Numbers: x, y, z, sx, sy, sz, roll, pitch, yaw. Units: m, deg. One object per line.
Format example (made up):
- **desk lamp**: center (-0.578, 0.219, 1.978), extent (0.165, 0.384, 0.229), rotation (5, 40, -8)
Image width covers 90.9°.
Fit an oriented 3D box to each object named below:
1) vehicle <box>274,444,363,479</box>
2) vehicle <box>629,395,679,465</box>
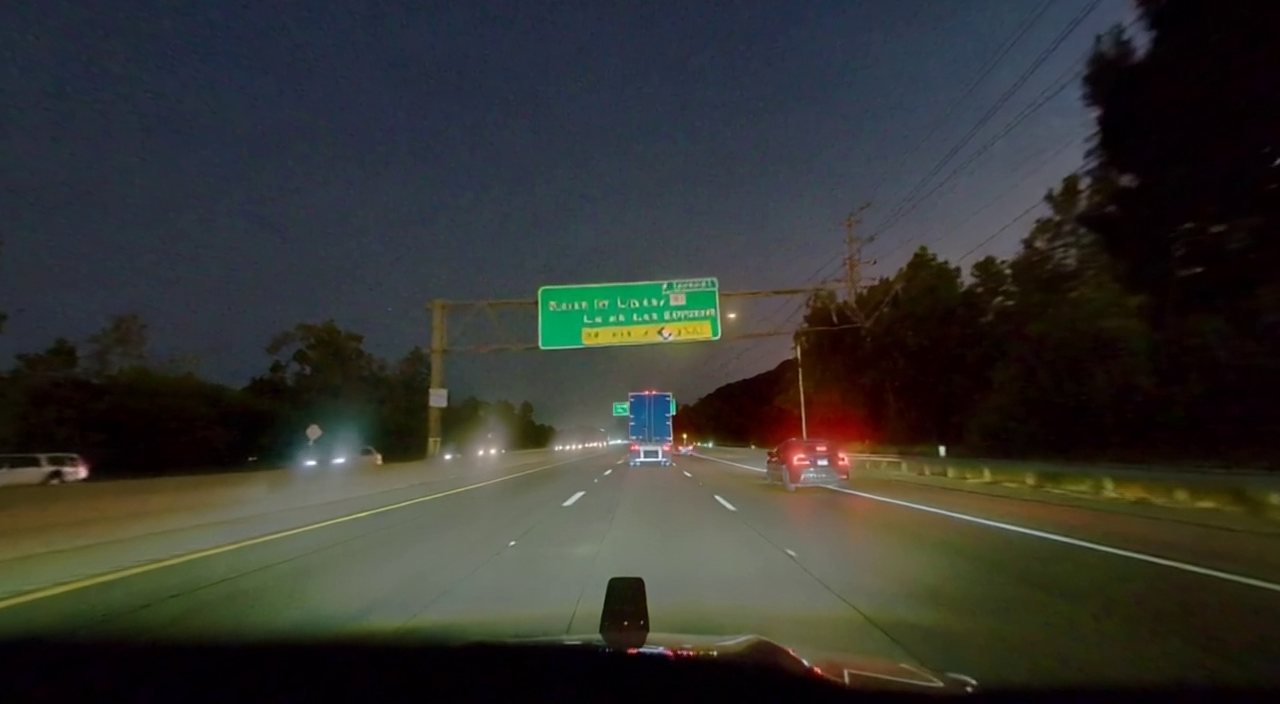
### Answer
- **vehicle**: center (-19.518, 6.616, 38.657), extent (2.125, 1.916, 6.198), rotation (-1, -8, 1)
- **vehicle**: center (0.771, 5.454, 42.961), extent (2.919, 4.101, 11.541), rotation (0, -8, -1)
